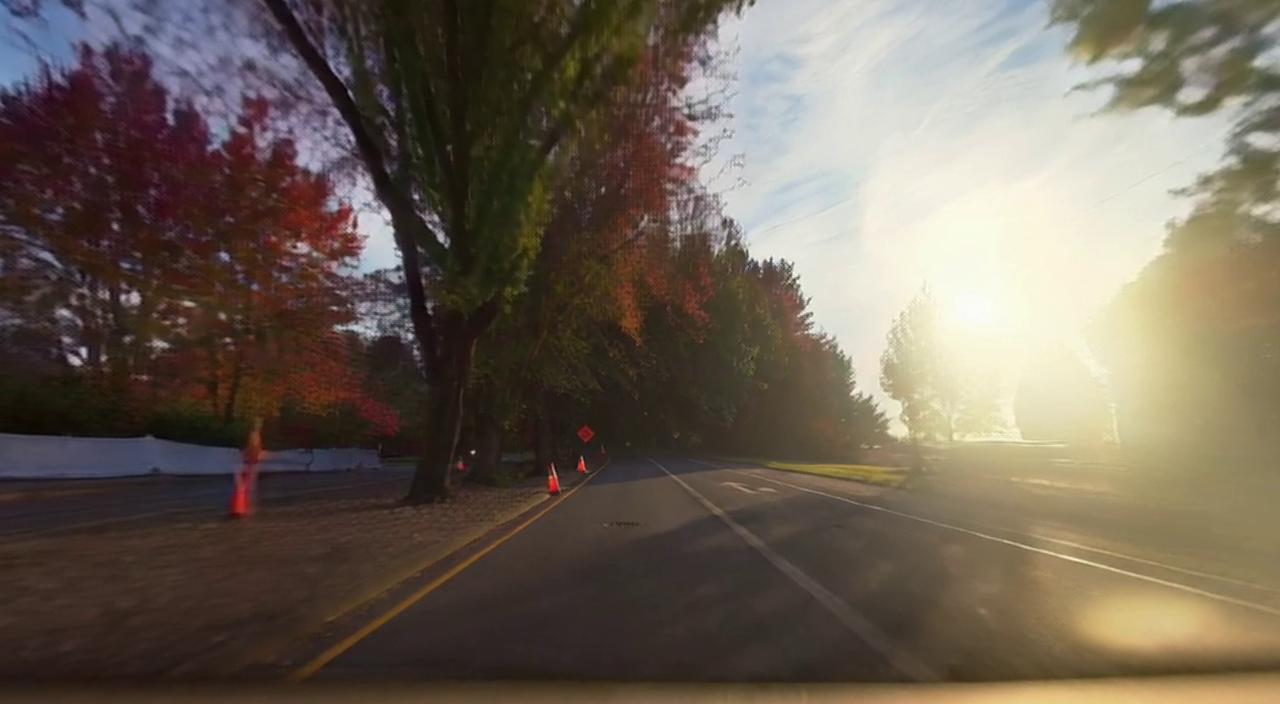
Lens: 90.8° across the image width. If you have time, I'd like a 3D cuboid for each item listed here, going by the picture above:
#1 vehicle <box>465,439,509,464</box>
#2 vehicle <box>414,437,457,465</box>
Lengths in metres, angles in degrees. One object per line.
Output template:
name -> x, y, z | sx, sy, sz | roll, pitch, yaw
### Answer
vehicle -> -11.554, 7.569, 48.010 | 2.236, 1.758, 4.564 | 0, -9, -1
vehicle -> -15.712, 7.594, 48.620 | 2.340, 2.062, 3.192 | 0, -9, -3
